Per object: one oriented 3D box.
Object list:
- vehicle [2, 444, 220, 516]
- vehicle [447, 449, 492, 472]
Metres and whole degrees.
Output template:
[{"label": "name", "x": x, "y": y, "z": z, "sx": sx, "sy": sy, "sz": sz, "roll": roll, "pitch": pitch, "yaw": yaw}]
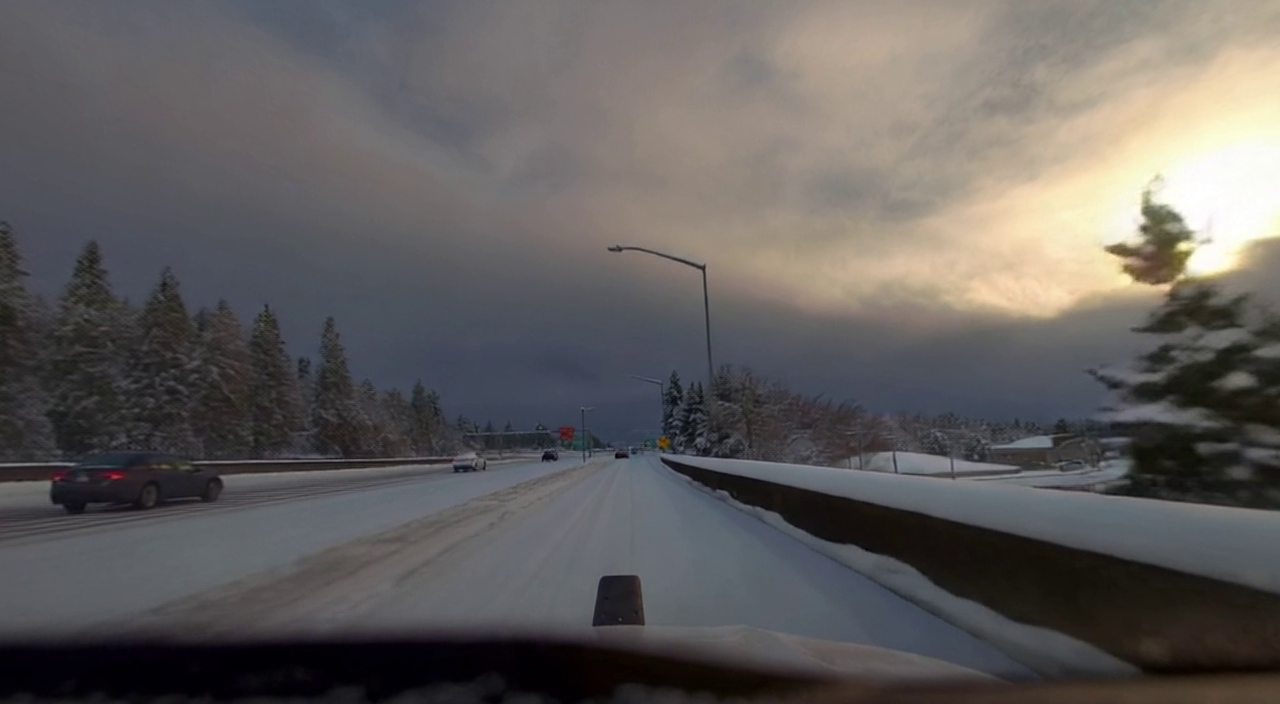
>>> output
[{"label": "vehicle", "x": -12.952, "y": 3.109, "z": 15.955, "sx": 1.829, "sy": 1.520, "sz": 4.505, "roll": 1, "pitch": -9, "yaw": -5}, {"label": "vehicle", "x": -12.110, "y": 7.693, "z": 45.070, "sx": 2.271, "sy": 1.537, "sz": 4.029, "roll": 0, "pitch": -9, "yaw": -3}]
